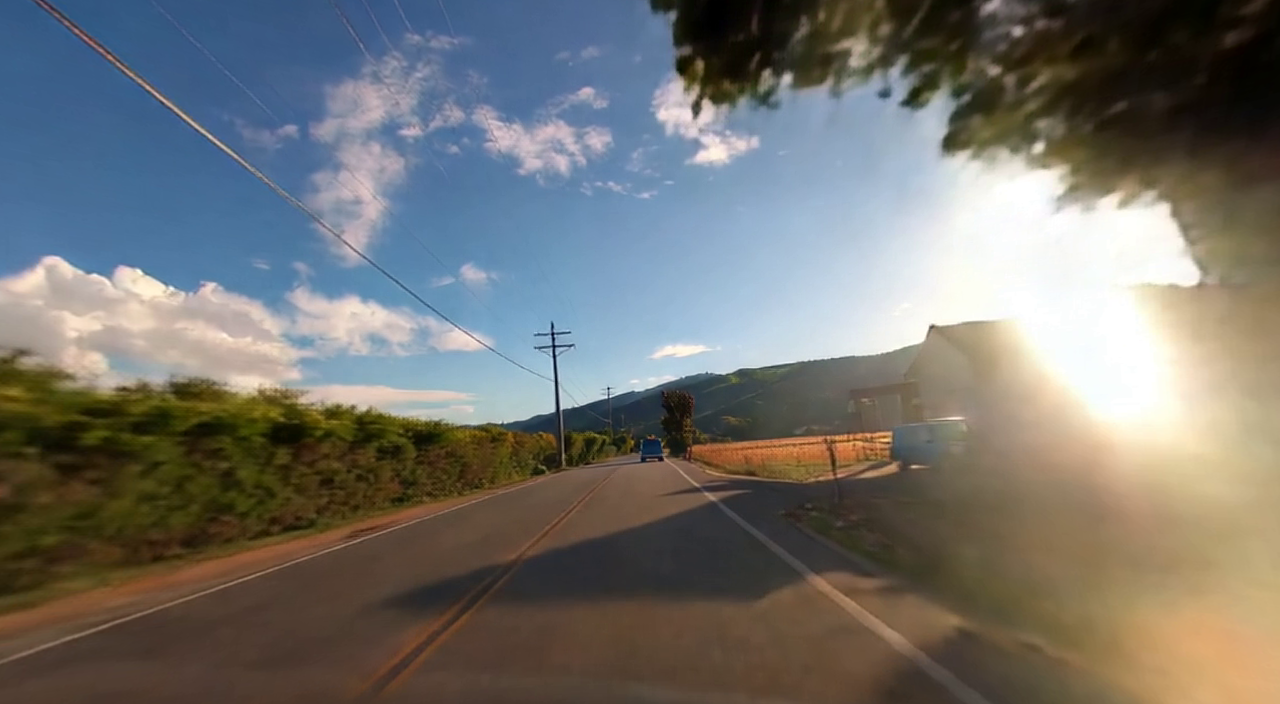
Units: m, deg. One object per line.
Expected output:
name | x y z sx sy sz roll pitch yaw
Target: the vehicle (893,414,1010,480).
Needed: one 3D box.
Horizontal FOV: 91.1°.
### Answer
vehicle | 10.765 3.312 22.143 2.077 1.919 4.690 -5 -8 7
